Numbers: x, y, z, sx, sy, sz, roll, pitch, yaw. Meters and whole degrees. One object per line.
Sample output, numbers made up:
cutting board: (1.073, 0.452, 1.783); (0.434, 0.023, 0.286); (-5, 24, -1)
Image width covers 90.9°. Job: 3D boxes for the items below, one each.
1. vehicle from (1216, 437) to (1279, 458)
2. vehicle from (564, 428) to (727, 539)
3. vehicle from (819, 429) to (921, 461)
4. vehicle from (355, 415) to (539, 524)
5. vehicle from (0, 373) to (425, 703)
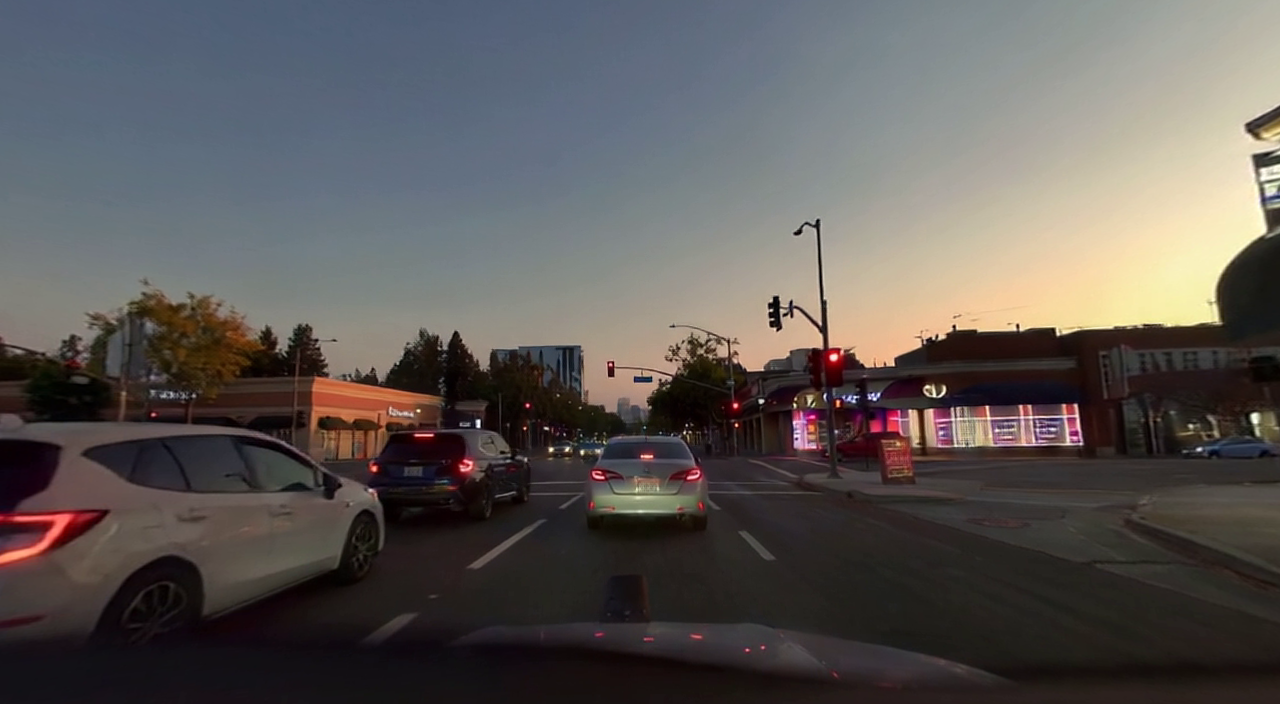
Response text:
vehicle: (43.625, 6.684, 44.274); (4.582, 1.442, 1.860); (0, -8, -2)
vehicle: (0.163, 2.103, 10.721); (2.258, 1.507, 3.896); (-1, -8, 3)
vehicle: (13.003, 5.306, 35.842); (5.032, 1.762, 1.982); (0, -8, 0)
vehicle: (-3.418, 2.182, 12.187); (2.009, 1.704, 4.230); (0, -8, 3)
vehicle: (-3.323, 1.150, 4.412); (2.029, 1.517, 4.375); (0, -8, 1)
